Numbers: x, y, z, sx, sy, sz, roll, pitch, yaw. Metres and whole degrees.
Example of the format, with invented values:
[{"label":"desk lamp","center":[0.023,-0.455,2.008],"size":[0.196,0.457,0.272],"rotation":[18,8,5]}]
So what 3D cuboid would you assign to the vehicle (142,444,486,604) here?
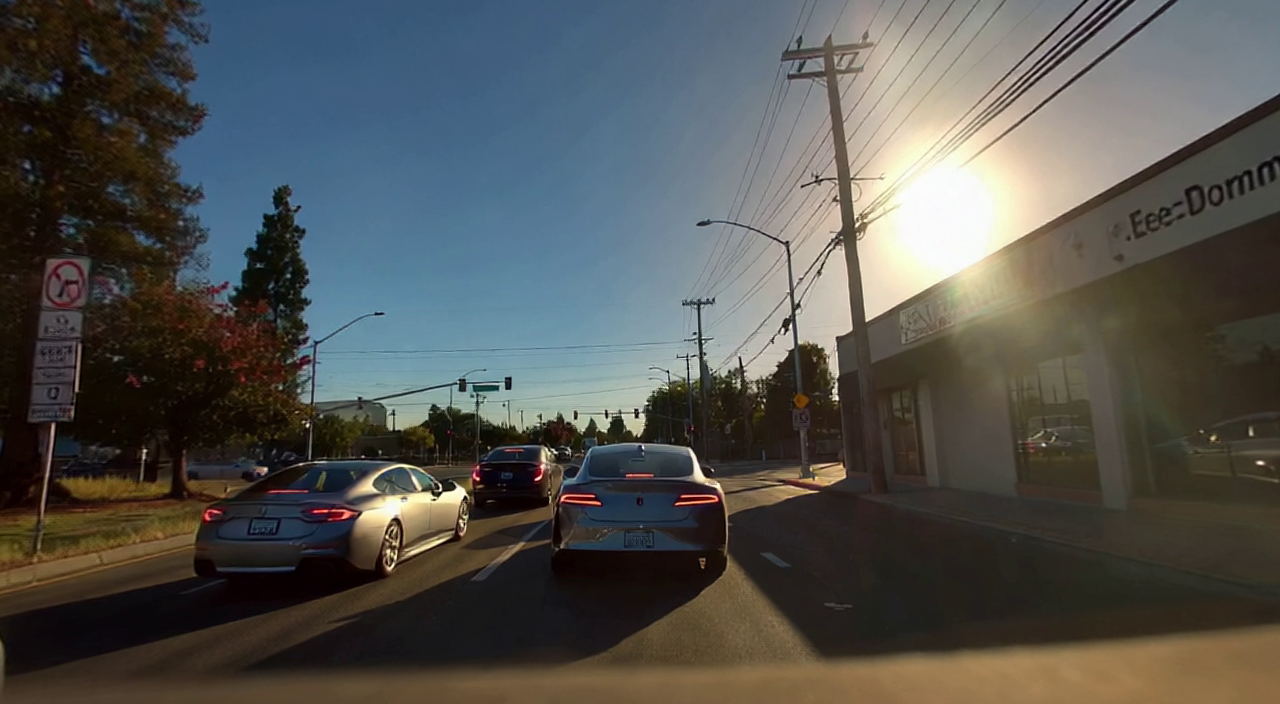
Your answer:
[{"label":"vehicle","center":[-3.233,1.745,7.332],"size":[1.765,1.319,4.013],"rotation":[0,-9,2]}]

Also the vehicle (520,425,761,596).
[{"label":"vehicle","center":[-0.010,1.687,7.553],"size":[2.101,1.469,3.955],"rotation":[0,-9,0]}]
